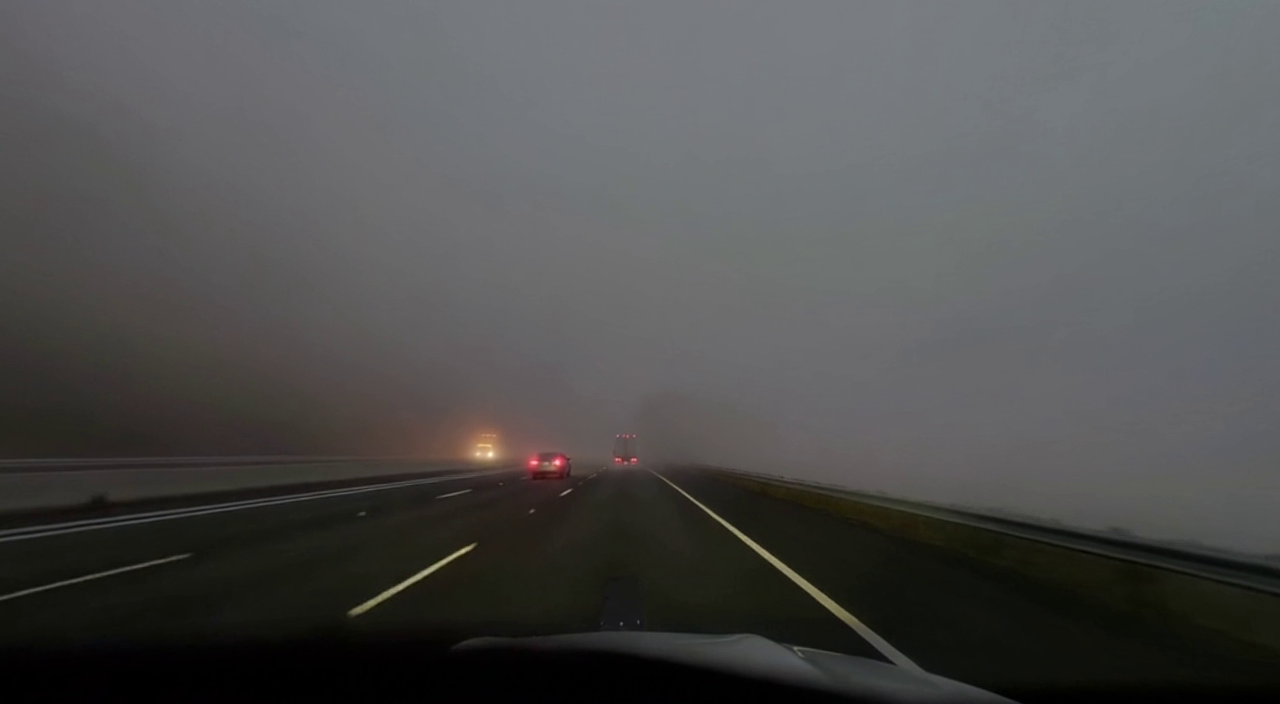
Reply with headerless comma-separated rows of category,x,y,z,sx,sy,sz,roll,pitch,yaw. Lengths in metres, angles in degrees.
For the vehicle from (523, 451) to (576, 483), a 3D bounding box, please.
vehicle,-4.679,6.031,33.446,2.108,1.573,5.000,0,-9,0
